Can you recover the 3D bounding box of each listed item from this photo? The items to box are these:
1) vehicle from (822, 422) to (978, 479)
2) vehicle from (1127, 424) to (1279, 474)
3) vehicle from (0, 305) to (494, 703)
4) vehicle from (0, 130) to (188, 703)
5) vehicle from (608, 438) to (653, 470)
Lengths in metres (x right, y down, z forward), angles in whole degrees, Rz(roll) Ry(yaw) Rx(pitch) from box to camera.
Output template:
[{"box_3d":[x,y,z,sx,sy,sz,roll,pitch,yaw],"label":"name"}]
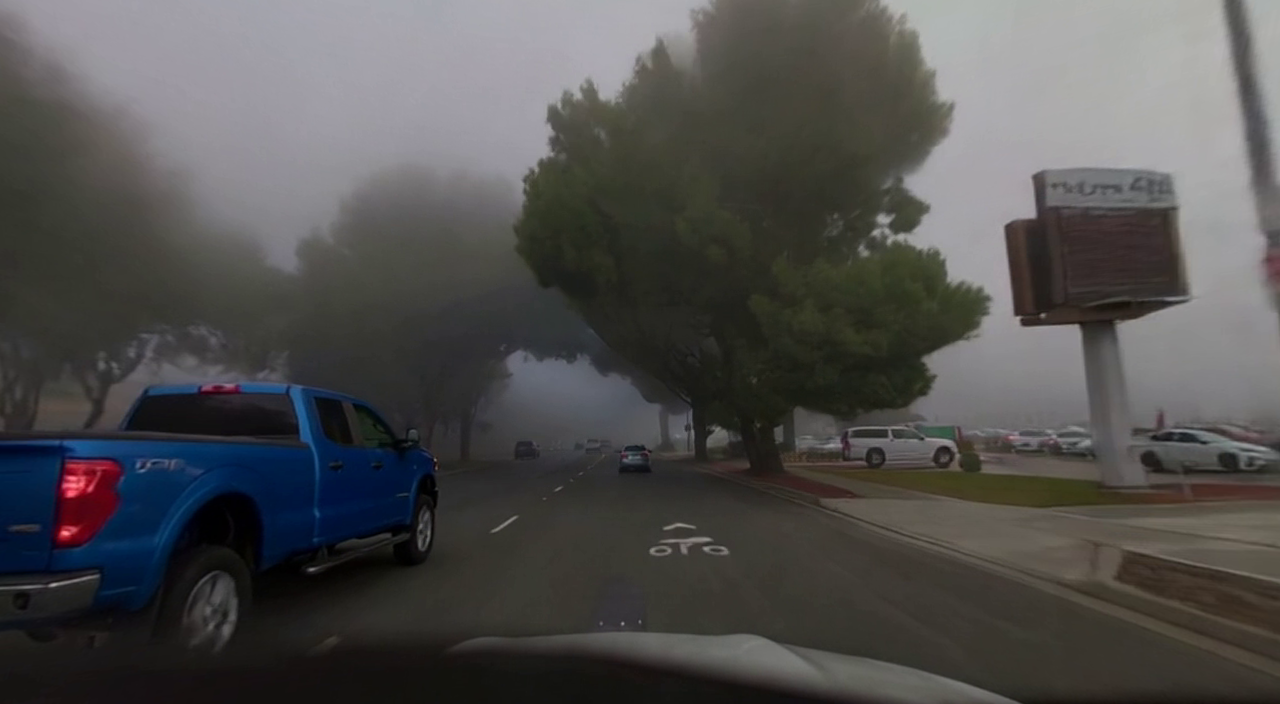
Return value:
[{"box_3d":[8.931,3.354,21.542,5.109,1.735,1.997,4,-9,-26],"label":"vehicle"},{"box_3d":[19.962,3.316,21.478,4.836,1.567,2.051,-5,-10,30],"label":"vehicle"},{"box_3d":[-3.694,1.273,6.598,2.552,2.079,6.810,0,-8,1],"label":"vehicle"},{"box_3d":[-3.696,0.217,0.505,2.733,2.495,5.037,0,-8,2],"label":"vehicle"},{"box_3d":[-0.502,5.353,33.160,2.191,1.530,4.470,0,-8,-1],"label":"vehicle"}]
